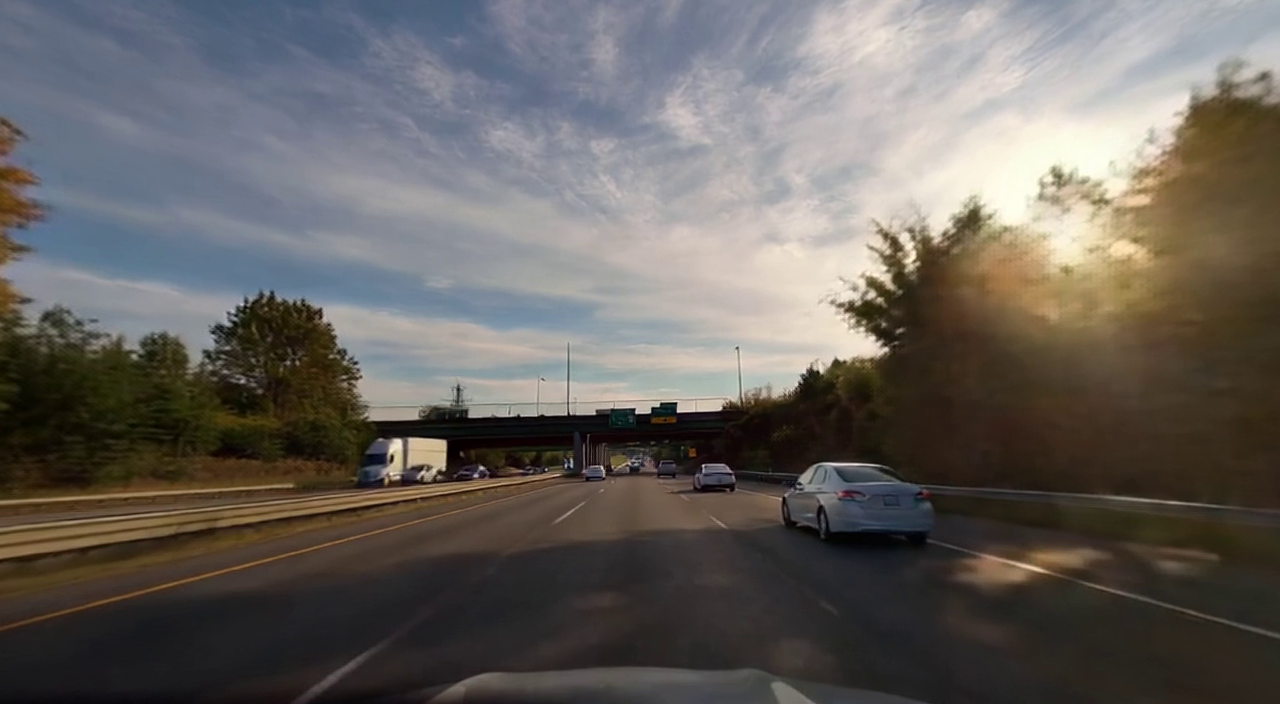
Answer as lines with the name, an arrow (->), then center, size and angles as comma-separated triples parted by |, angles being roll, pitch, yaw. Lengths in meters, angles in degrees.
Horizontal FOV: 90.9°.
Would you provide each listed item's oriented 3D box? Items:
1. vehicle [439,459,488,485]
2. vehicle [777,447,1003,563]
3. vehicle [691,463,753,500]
vehicle -> -12.686, 8.681, 45.628 | 2.050, 1.763, 5.114 | 1, -10, 0
vehicle -> 4.025, 2.586, 11.241 | 2.010, 1.579, 4.679 | 1, -10, -1
vehicle -> 3.544, 5.704, 28.044 | 2.051, 1.472, 4.547 | 1, -10, -2
